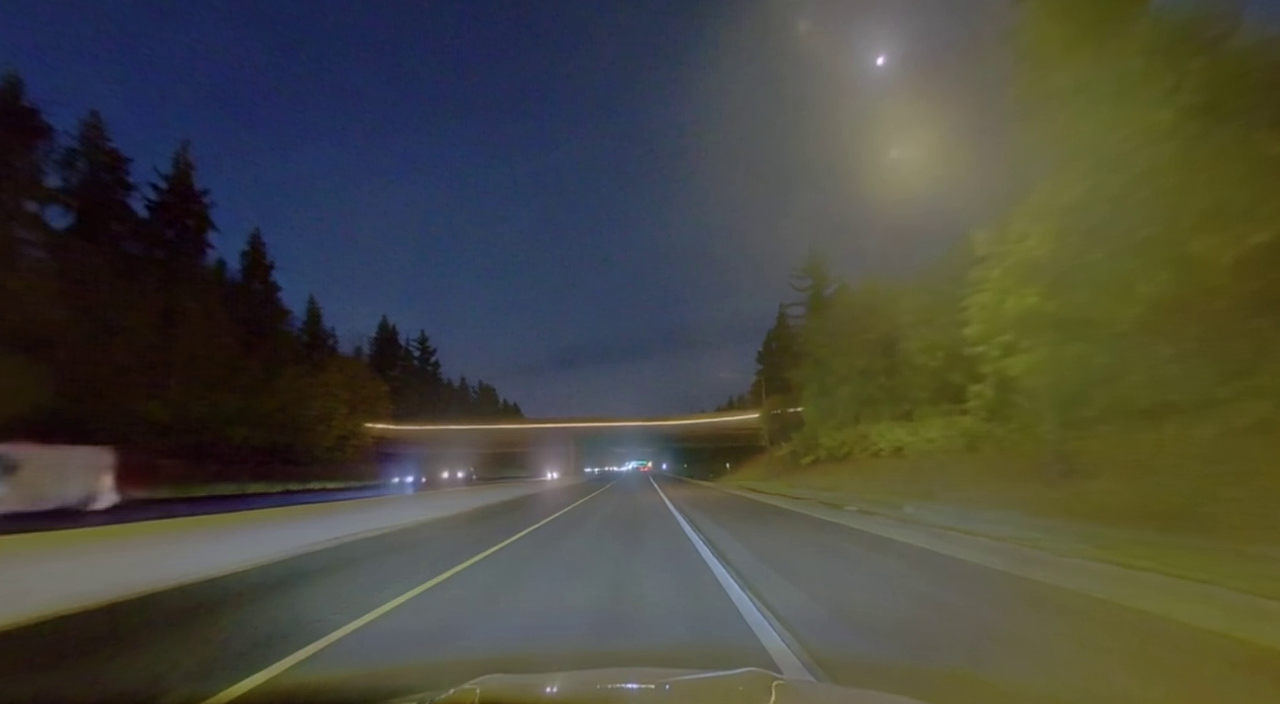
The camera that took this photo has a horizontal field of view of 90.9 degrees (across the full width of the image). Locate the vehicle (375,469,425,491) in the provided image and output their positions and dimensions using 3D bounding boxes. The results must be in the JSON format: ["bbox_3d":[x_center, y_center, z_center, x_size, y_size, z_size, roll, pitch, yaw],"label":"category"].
[{"bbox_3d":[-17.143,9.172,45.251,1.877,1.446,4.240,1,-10,0],"label":"vehicle"}]
